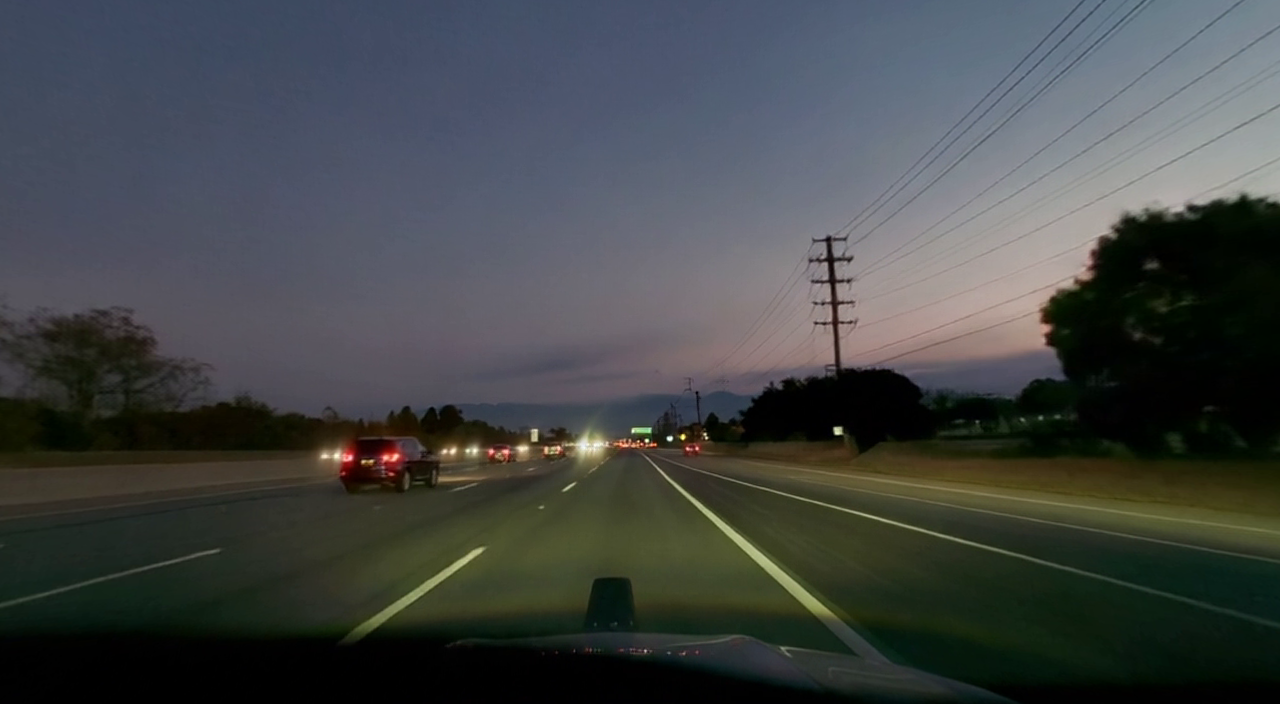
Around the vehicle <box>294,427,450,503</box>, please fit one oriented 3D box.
[{"bbox_3d":[-7.205,3.101,17.797,2.115,1.799,5.444,0,-9,-1],"label":"vehicle"}]
